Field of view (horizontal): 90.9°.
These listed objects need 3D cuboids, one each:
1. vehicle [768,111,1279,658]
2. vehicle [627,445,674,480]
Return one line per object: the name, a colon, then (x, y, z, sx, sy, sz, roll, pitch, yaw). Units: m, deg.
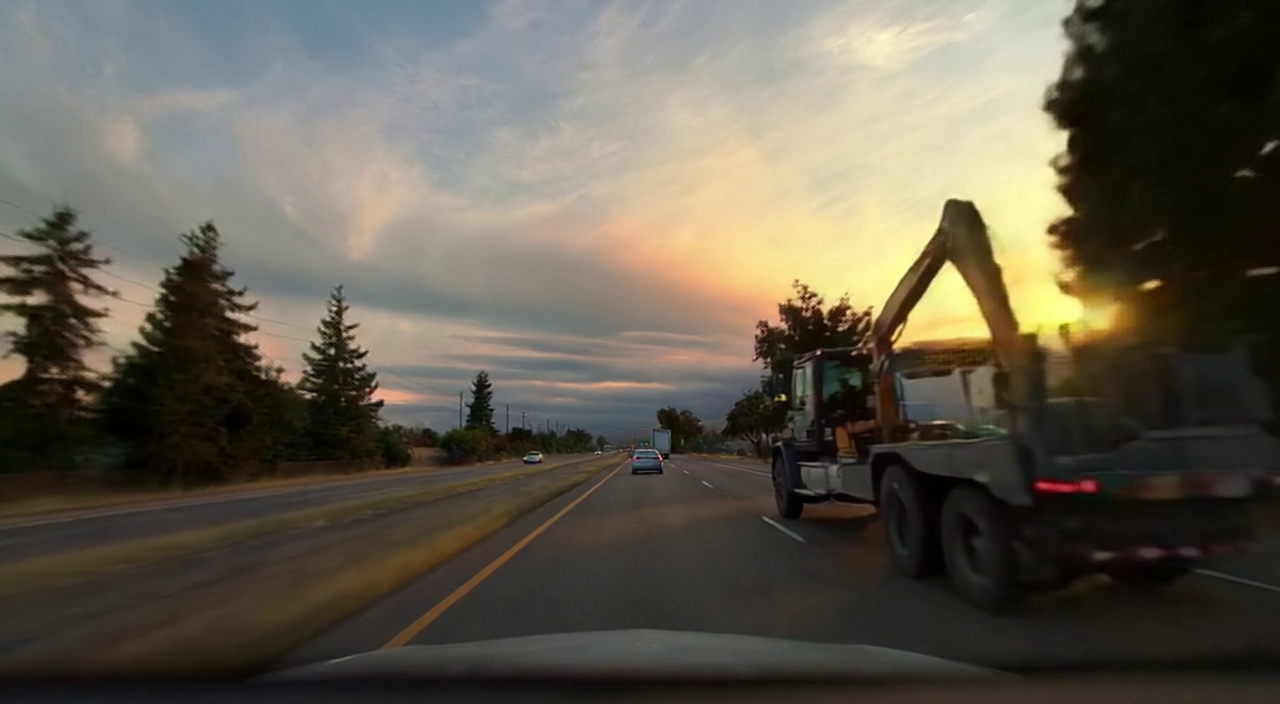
vehicle: (4.095, 0.710, 8.107, 3.089, 3.568, 8.101, 0, -9, 0)
vehicle: (0.468, 5.203, 29.890, 2.045, 1.527, 4.023, 0, -9, 0)
